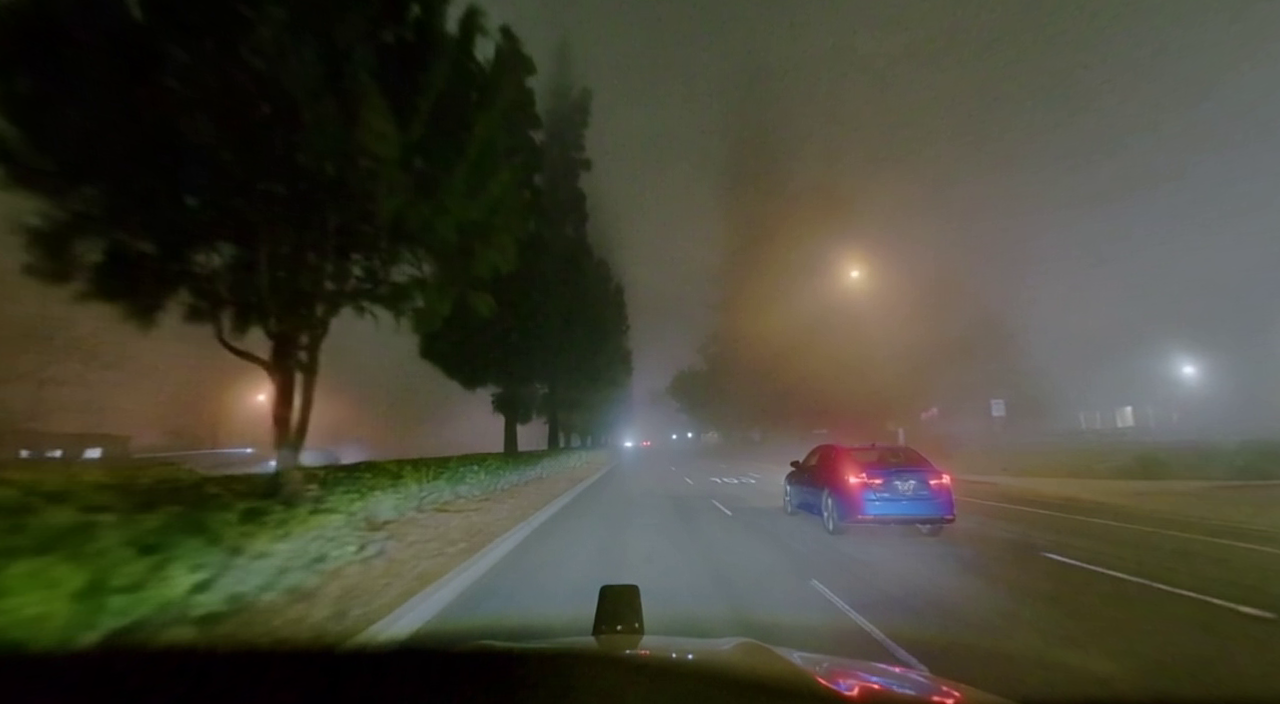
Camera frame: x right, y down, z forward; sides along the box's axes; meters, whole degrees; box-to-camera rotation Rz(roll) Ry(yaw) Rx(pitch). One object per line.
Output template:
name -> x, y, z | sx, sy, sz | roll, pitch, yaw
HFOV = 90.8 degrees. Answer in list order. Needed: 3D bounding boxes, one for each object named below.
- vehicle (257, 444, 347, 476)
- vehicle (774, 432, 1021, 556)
vehicle -> -16.912, 5.403, 31.906 | 1.921, 1.466, 4.804 | 0, -8, 0
vehicle -> 3.565, 2.019, 9.795 | 1.950, 1.473, 4.259 | 0, -8, -1
